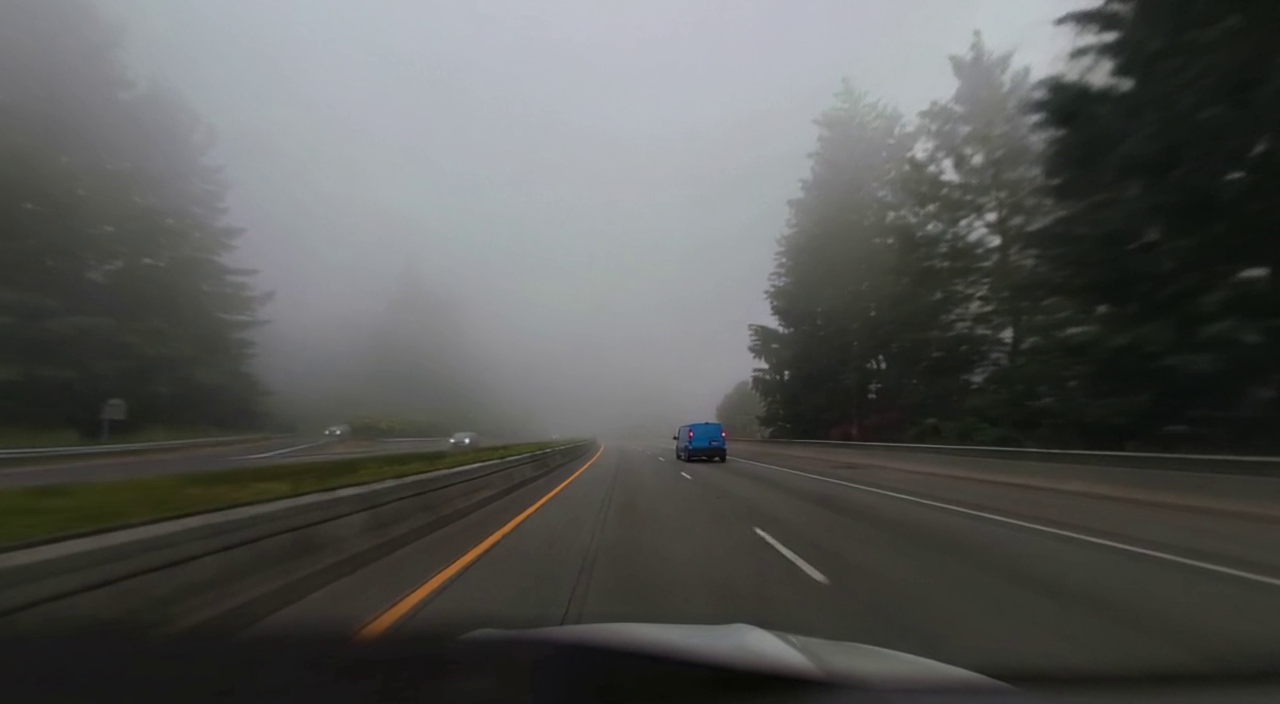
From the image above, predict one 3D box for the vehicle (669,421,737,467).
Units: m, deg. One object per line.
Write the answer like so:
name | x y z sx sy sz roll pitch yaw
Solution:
vehicle | 2.571 3.915 27.036 2.240 1.801 4.545 0 -8 -3
